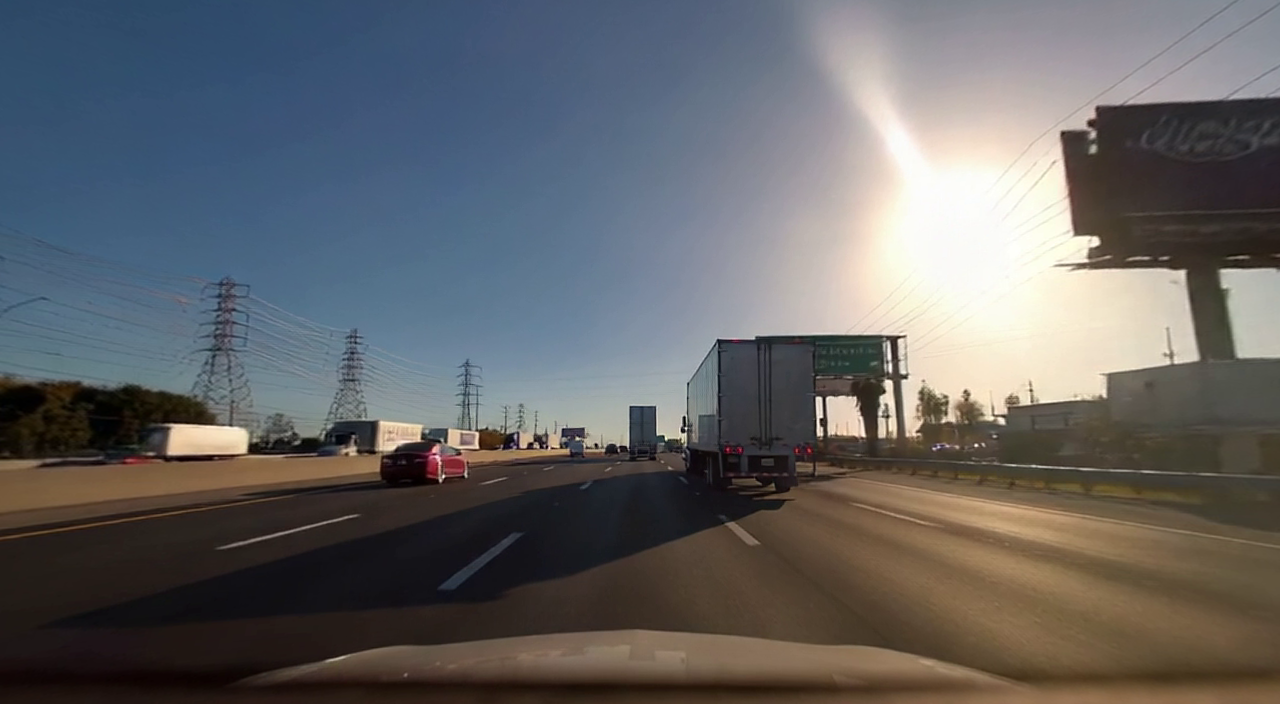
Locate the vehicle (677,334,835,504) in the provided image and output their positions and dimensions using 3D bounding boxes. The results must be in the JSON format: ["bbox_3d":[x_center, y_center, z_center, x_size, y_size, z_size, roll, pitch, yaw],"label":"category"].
[{"bbox_3d":[3.304,2.845,23.754,2.892,4.152,16.575,0,-9,0],"label":"vehicle"}]

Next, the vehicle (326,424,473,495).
[{"bbox_3d":[-7.331,3.363,20.145,2.425,1.917,5.647,0,-9,0],"label":"vehicle"}]
